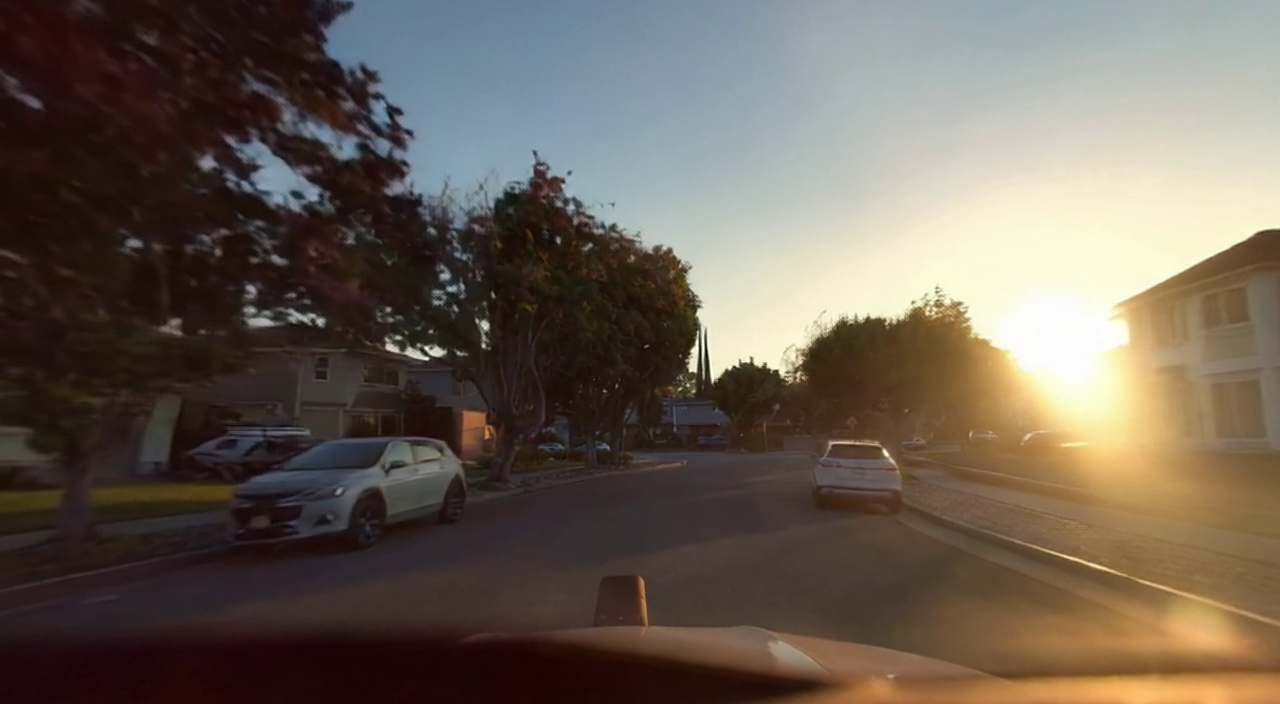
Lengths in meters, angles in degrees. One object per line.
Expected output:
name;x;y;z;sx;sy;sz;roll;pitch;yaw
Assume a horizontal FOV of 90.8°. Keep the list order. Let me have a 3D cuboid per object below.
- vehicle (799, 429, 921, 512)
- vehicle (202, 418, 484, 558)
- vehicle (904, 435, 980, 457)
vehicle;5.034;2.748;15.194;2.075;1.657;4.648;-2;-9;11
vehicle;-4.455;2.072;10.502;2.041;1.762;4.508;-3;-8;8
vehicle;21.488;6.749;45.173;4.554;1.521;1.937;-2;-9;16
